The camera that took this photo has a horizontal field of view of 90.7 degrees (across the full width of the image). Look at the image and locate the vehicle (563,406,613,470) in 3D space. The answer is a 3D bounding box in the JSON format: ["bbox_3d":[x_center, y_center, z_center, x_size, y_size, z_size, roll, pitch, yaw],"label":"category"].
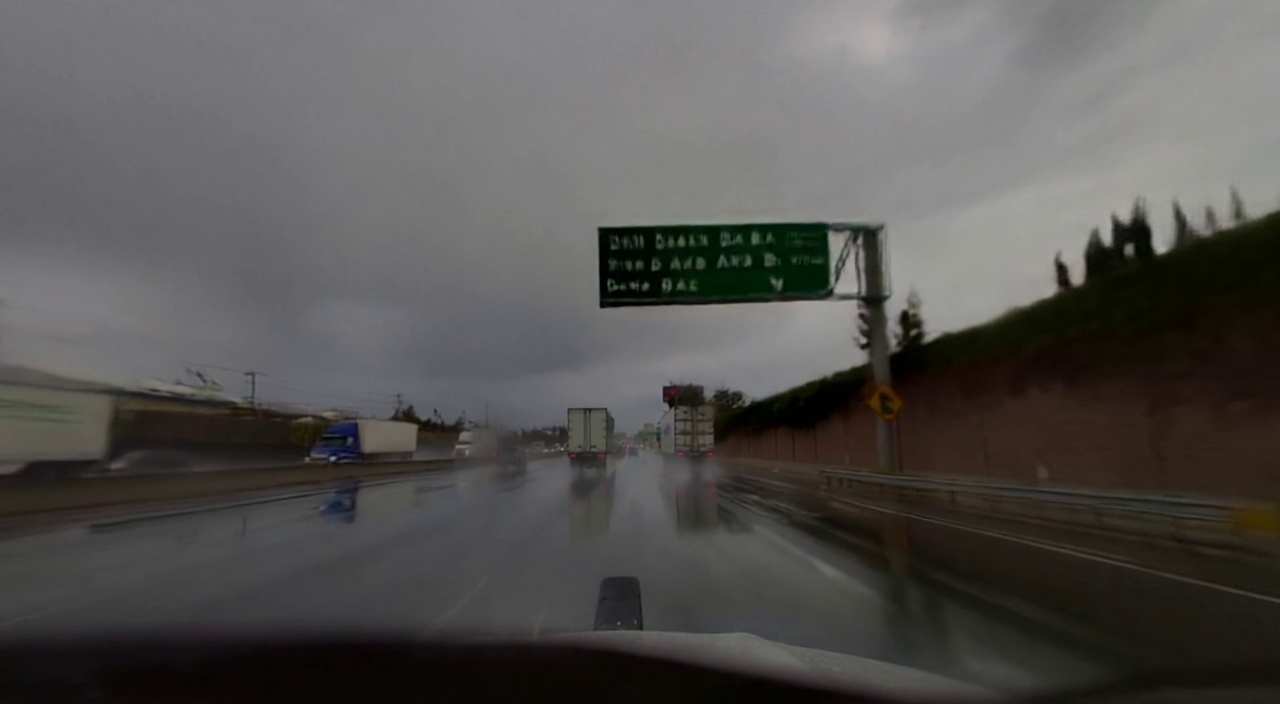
[{"bbox_3d":[-3.650,6.484,47.798,2.848,4.098,13.421,0,-8,-1],"label":"vehicle"}]

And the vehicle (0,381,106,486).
[{"bbox_3d":[-23.129,2.888,22.228,2.698,3.522,6.672,0,-9,0],"label":"vehicle"}]

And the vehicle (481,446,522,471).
[{"bbox_3d":[-9.972,7.693,45.861,2.132,1.679,4.045,0,-9,-1],"label":"vehicle"}]

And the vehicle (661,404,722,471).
[{"bbox_3d":[3.433,6.330,46.622,2.908,3.898,17.275,1,-8,0],"label":"vehicle"}]

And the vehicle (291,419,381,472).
[{"bbox_3d":[-23.464,7.298,49.397,3.052,3.783,7.778,0,-9,0],"label":"vehicle"}]

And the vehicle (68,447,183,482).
[{"bbox_3d":[-26.761,5.840,33.155,1.780,1.632,4.772,0,-9,4],"label":"vehicle"}]
